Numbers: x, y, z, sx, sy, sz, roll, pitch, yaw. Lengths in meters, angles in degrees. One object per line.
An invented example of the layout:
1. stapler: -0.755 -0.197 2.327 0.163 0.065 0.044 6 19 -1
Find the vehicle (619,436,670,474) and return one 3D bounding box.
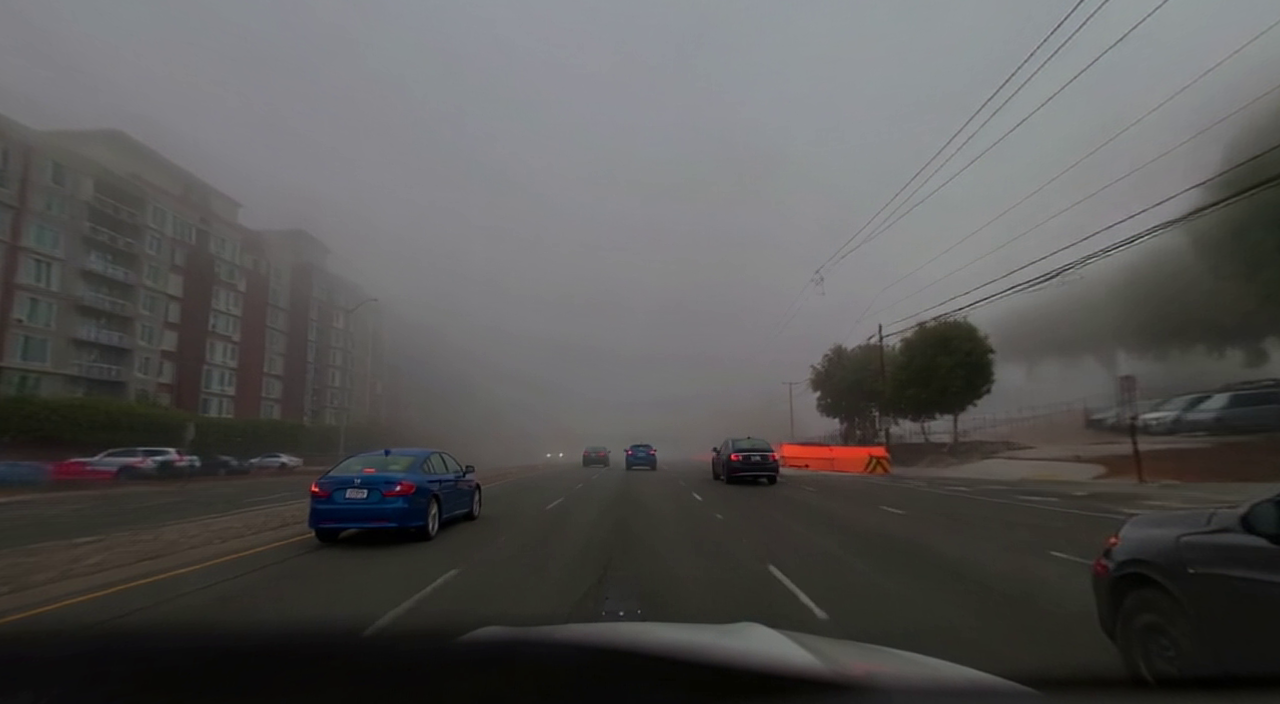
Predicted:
1. vehicle: 0.219 5.051 31.140 2.291 1.714 4.217 0 -8 0

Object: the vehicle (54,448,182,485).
1. vehicle: -35.848 7.830 43.558 6.501 2.400 2.366 0 -8 -2

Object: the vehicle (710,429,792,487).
1. vehicle: 3.727 3.646 22.071 2.029 1.797 4.218 0 -8 -1

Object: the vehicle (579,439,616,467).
1. vehicle: -2.937 7.130 44.858 2.190 1.832 4.417 -1 -8 1

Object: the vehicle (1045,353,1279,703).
1. vehicle: 3.312 0.693 1.546 1.975 1.598 4.025 -1 -8 1

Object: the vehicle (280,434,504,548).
1. vehicle: -3.742 2.153 10.509 1.968 1.473 4.209 0 -8 1
